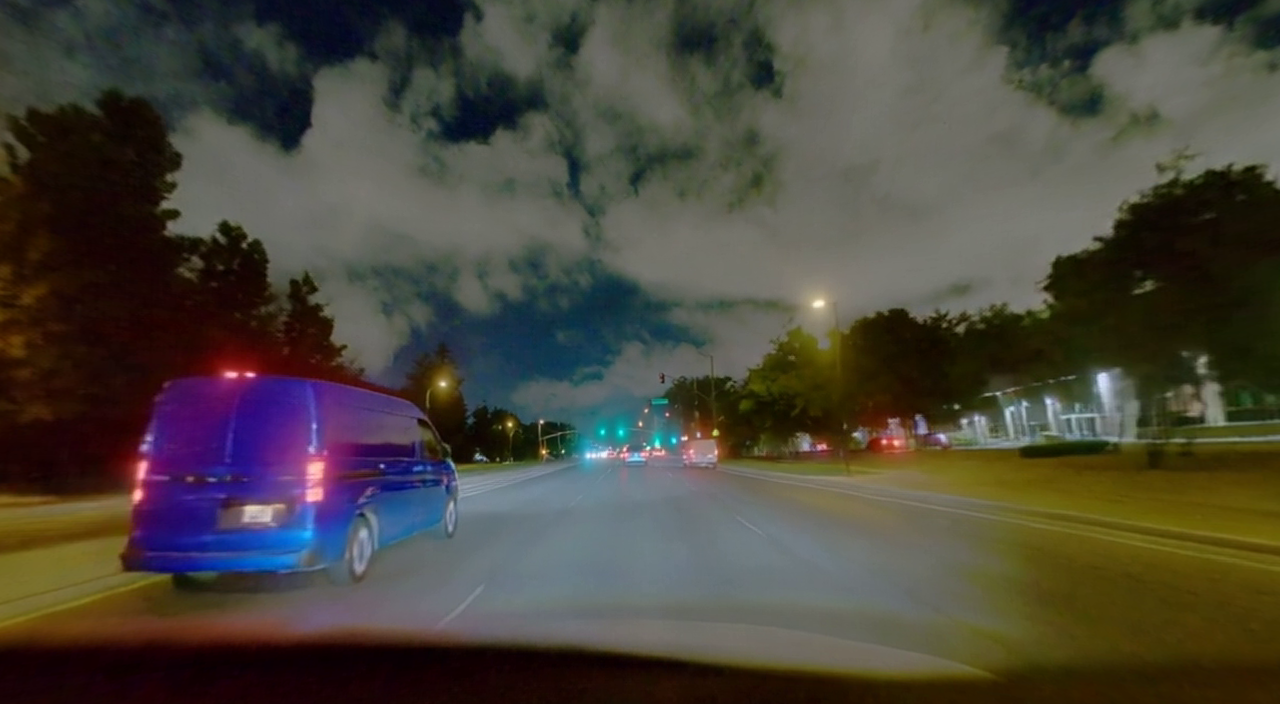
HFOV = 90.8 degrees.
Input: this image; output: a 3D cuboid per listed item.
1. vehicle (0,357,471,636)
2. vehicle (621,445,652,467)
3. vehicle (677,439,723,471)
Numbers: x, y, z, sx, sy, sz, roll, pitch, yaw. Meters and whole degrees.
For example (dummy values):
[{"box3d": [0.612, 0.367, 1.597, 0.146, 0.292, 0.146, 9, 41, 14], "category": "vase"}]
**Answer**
[{"box3d": [-3.478, 1.310, 6.657, 2.075, 1.863, 4.744, 0, -9, 0], "category": "vehicle"}, {"box3d": [-0.289, 7.267, 44.272, 2.039, 1.455, 3.826, 0, -9, -1], "category": "vehicle"}, {"box3d": [3.480, 6.092, 37.554, 2.181, 1.781, 4.257, 0, -9, -2], "category": "vehicle"}]
